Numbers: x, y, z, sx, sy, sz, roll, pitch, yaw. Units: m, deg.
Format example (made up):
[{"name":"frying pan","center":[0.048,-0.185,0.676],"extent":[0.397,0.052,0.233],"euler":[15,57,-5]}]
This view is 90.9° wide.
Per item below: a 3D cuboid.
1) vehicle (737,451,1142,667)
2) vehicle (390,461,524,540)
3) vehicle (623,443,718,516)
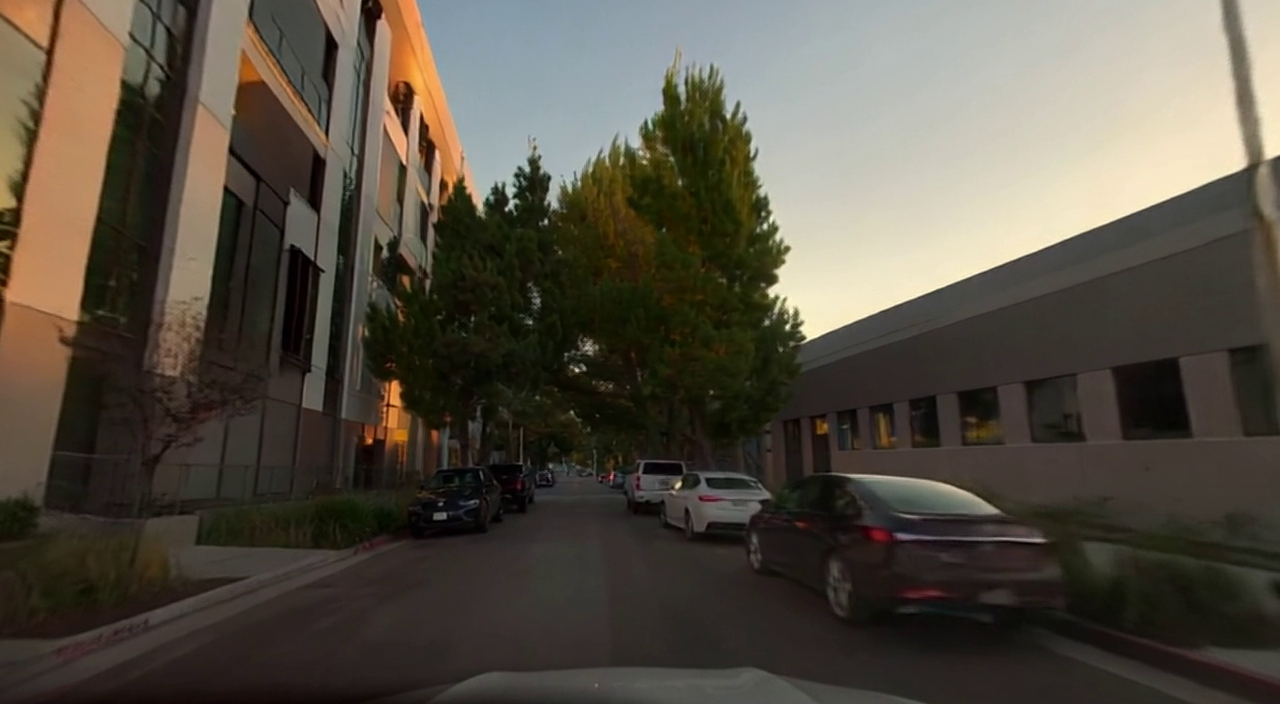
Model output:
[{"name":"vehicle","center":[2.496,1.864,6.631],"extent":[1.889,1.482,4.118],"euler":[2,-11,-6]},{"name":"vehicle","center":[-3.868,3.229,14.181],"extent":[2.018,1.461,4.413],"euler":[1,-11,-5]},{"name":"vehicle","center":[0.796,4.002,19.931],"extent":[2.242,1.972,4.898],"euler":[2,-11,-6]}]
